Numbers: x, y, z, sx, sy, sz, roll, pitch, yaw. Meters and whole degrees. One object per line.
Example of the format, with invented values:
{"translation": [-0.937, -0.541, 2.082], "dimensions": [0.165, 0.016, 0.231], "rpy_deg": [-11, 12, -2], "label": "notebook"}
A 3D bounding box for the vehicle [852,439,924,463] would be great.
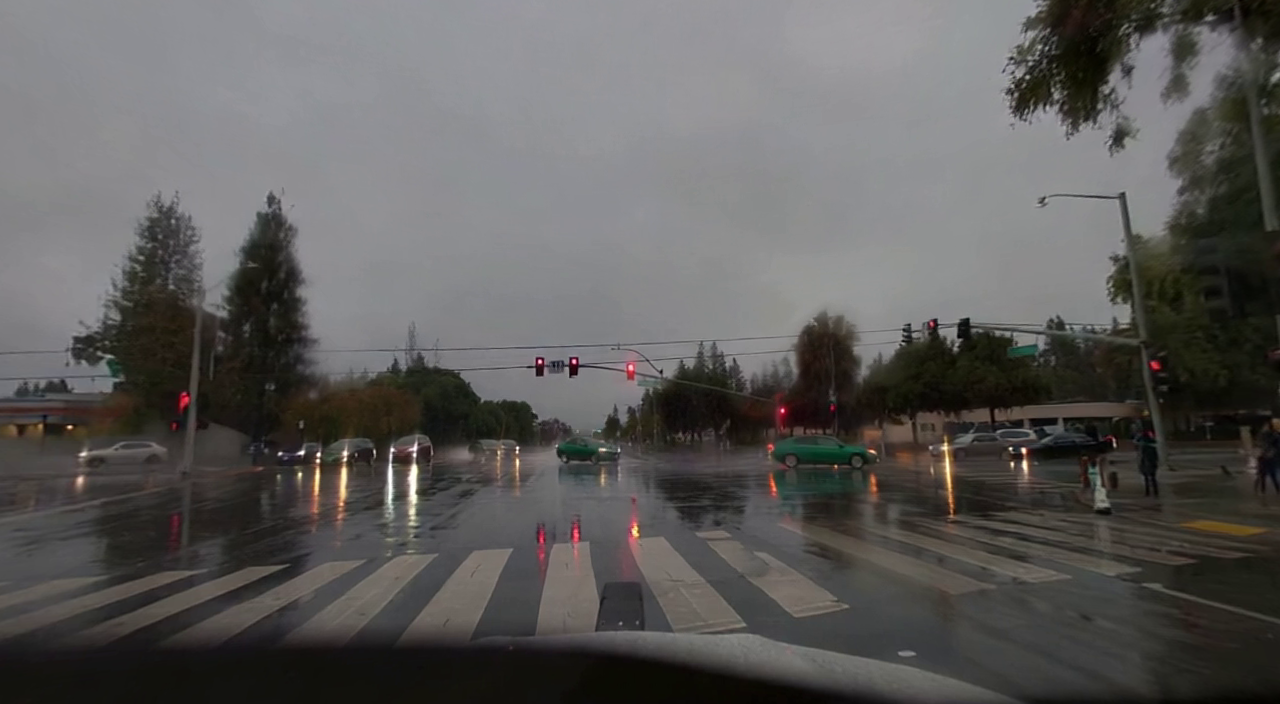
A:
{"translation": [17.190, 6.836, 43.830], "dimensions": [4.524, 1.560, 2.052], "rpy_deg": [4, -10, -26], "label": "vehicle"}

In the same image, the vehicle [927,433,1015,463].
{"translation": [20.081, 5.825, 38.302], "dimensions": [5.244, 1.717, 1.897], "rpy_deg": [4, -10, -27], "label": "vehicle"}

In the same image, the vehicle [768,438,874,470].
{"translation": [8.982, 5.109, 31.642], "dimensions": [4.911, 1.504, 2.109], "rpy_deg": [-2, -9, 14], "label": "vehicle"}

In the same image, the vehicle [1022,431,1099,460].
{"translation": [28.309, 6.295, 42.481], "dimensions": [4.662, 1.840, 2.055], "rpy_deg": [4, -10, -26], "label": "vehicle"}

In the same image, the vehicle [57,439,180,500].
{"translation": [-14.276, 3.123, 17.208], "dimensions": [4.507, 1.428, 1.801], "rpy_deg": [-8, -11, 41], "label": "vehicle"}

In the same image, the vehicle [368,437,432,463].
{"translation": [-17.380, 7.141, 46.003], "dimensions": [2.189, 1.753, 4.785], "rpy_deg": [-1, -9, 9], "label": "vehicle"}

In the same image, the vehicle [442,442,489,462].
{"translation": [-13.173, 7.585, 47.864], "dimensions": [1.845, 1.426, 4.289], "rpy_deg": [-1, -9, 8], "label": "vehicle"}

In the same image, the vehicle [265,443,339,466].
{"translation": [-21.825, 6.637, 41.001], "dimensions": [1.859, 1.415, 4.591], "rpy_deg": [-1, -9, 8], "label": "vehicle"}

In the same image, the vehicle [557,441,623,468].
{"translation": [-2.961, 5.859, 36.344], "dimensions": [1.911, 1.415, 4.487], "rpy_deg": [5, -10, -31], "label": "vehicle"}

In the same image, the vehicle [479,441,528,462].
{"translation": [-10.150, 7.464, 47.396], "dimensions": [2.097, 1.484, 4.596], "rpy_deg": [-1, -9, 8], "label": "vehicle"}

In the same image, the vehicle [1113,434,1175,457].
{"translation": [38.627, 7.164, 48.396], "dimensions": [4.122, 1.682, 1.930], "rpy_deg": [4, -9, -25], "label": "vehicle"}
